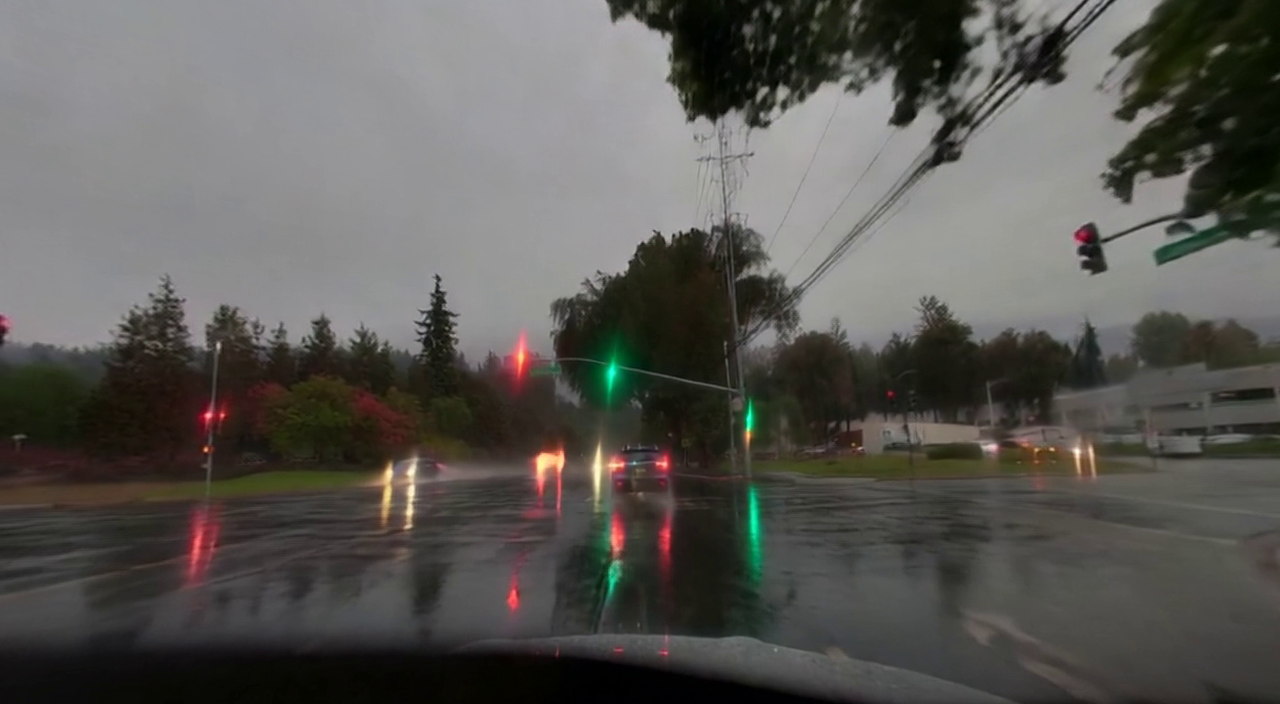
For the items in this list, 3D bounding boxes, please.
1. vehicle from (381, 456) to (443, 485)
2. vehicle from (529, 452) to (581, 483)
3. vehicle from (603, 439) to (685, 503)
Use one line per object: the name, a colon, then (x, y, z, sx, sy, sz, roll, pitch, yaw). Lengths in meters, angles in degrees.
vehicle: (-13.722, 7.166, 38.343, 2.025, 1.571, 4.636, 0, -9, 0)
vehicle: (-4.346, 6.018, 33.101, 2.153, 1.474, 4.284, 0, -9, 0)
vehicle: (0.069, 3.425, 18.543, 2.156, 1.636, 3.923, 0, -9, -1)
